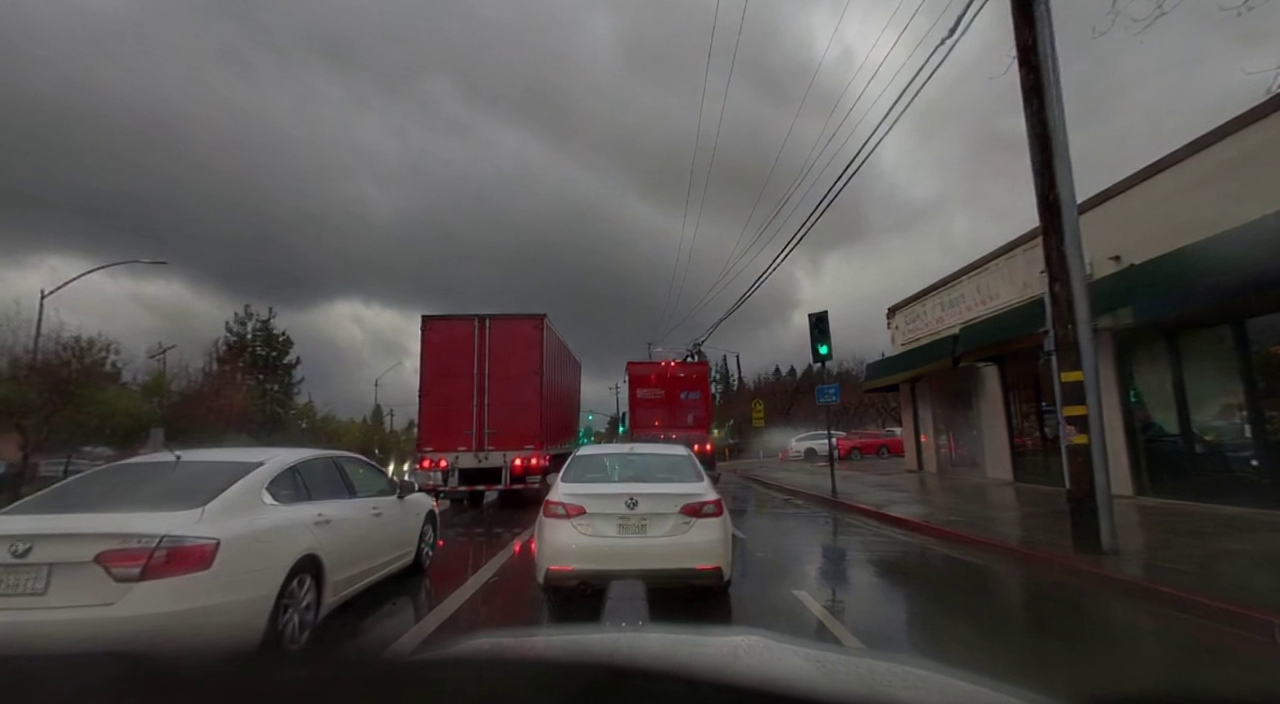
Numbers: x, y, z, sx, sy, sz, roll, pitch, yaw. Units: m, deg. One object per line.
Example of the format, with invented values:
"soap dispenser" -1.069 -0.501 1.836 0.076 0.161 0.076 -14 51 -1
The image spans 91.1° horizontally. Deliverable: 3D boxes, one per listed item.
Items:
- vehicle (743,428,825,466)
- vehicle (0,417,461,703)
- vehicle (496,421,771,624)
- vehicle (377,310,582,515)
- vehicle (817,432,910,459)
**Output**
"vehicle" 7.525 5.044 33.375 2.061 1.845 4.829 3 -9 -17
"vehicle" -3.102 1.370 5.177 1.969 1.471 4.378 0 -8 0
"vehicle" -0.100 1.595 6.870 2.067 1.506 4.118 0 -8 -2
"vehicle" -3.267 1.604 15.187 3.020 3.800 7.105 0 -8 0
"vehicle" 12.681 5.351 35.839 4.574 1.478 1.880 0 -8 3
